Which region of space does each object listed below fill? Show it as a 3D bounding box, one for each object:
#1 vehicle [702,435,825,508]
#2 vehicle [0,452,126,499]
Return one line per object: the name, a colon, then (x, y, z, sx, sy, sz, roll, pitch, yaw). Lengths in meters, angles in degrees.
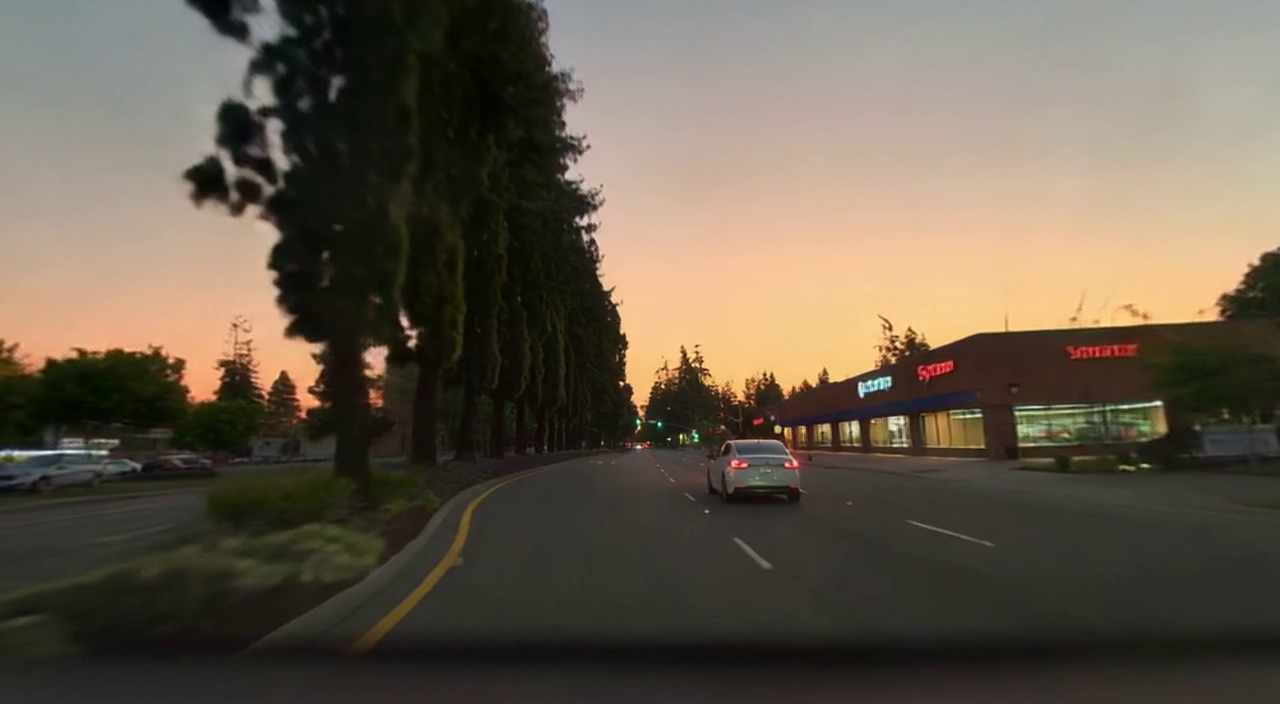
vehicle: (2.780, 2.811, 15.313, 2.015, 1.479, 4.444, 0, -9, -1)
vehicle: (-28.545, 5.785, 29.818, 6.011, 2.042, 2.375, 5, -10, -31)
